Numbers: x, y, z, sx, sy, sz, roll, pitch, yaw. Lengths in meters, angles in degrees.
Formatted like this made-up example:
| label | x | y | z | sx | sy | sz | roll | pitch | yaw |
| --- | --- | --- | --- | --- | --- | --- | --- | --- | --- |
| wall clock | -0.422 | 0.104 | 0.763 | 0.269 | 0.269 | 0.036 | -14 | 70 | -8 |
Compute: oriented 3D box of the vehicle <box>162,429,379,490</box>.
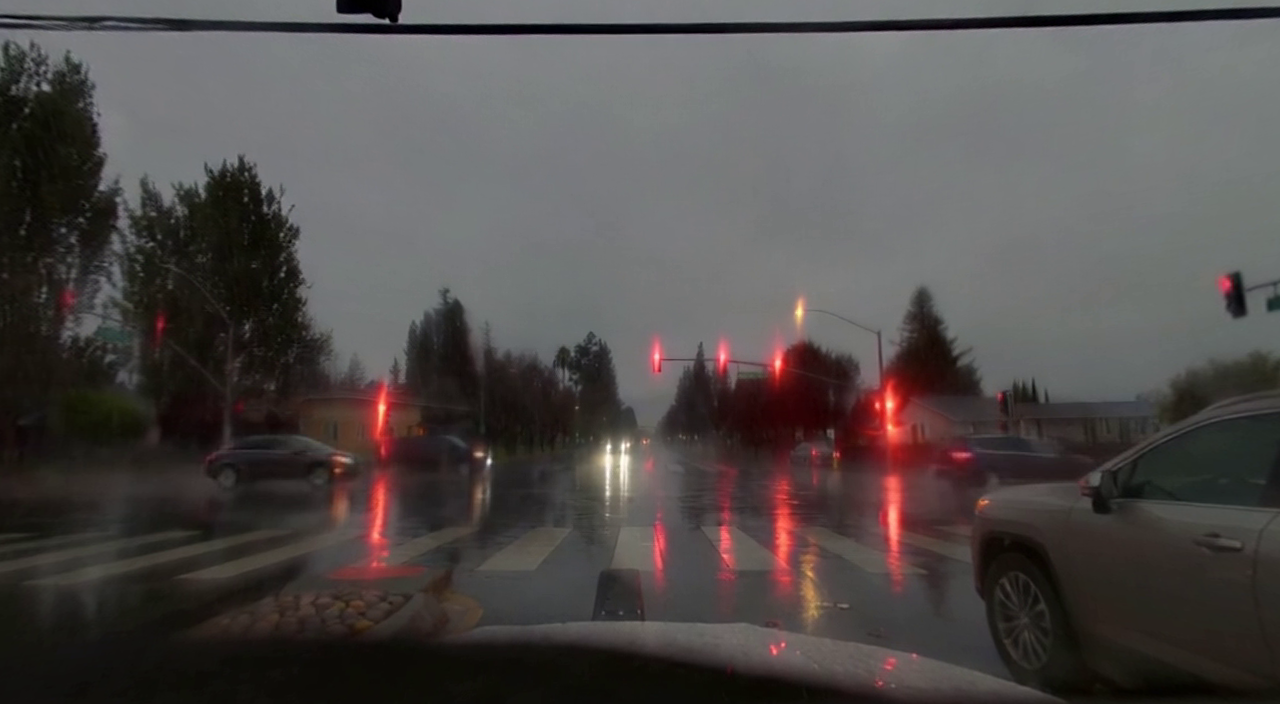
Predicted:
| label | x | y | z | sx | sy | sz | roll | pitch | yaw |
| --- | --- | --- | --- | --- | --- | --- | --- | --- | --- |
| vehicle | -11.286 | 3.307 | 19.592 | 5.403 | 1.759 | 2.040 | 0 | -9 | 0 |

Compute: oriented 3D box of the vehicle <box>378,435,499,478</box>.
| label | x | y | z | sx | sy | sz | roll | pitch | yaw |
| --- | --- | --- | --- | --- | --- | --- | --- | --- | --- |
| vehicle | -8.450 | 4.345 | 26.473 | 4.532 | 1.633 | 2.130 | 4 | -9 | -24 |

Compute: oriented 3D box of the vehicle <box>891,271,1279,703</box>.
| label | x | y | z | sx | sy | sz | roll | pitch | yaw |
| --- | --- | --- | --- | --- | --- | --- | --- | --- | --- |
| vehicle | 2.723 | 0.710 | 1.729 | 2.085 | 1.800 | 4.908 | 0 | -9 | 1 |

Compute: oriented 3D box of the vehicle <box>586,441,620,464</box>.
| label | x | y | z | sx | sy | sz | roll | pitch | yaw |
| --- | --- | --- | --- | --- | --- | --- | --- | --- | --- |
| vehicle | -2.412 | 6.712 | 42.276 | 2.046 | 1.491 | 4.118 | 0 | -9 | 0 |

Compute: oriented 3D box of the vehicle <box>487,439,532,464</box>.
| label | x | y | z | sx | sy | sz | roll | pitch | yaw |
| --- | --- | --- | --- | --- | --- | --- | --- | --- | --- |
| vehicle | -8.935 | 6.871 | 43.686 | 2.028 | 1.654 | 5.027 | 0 | -9 | 1 |
